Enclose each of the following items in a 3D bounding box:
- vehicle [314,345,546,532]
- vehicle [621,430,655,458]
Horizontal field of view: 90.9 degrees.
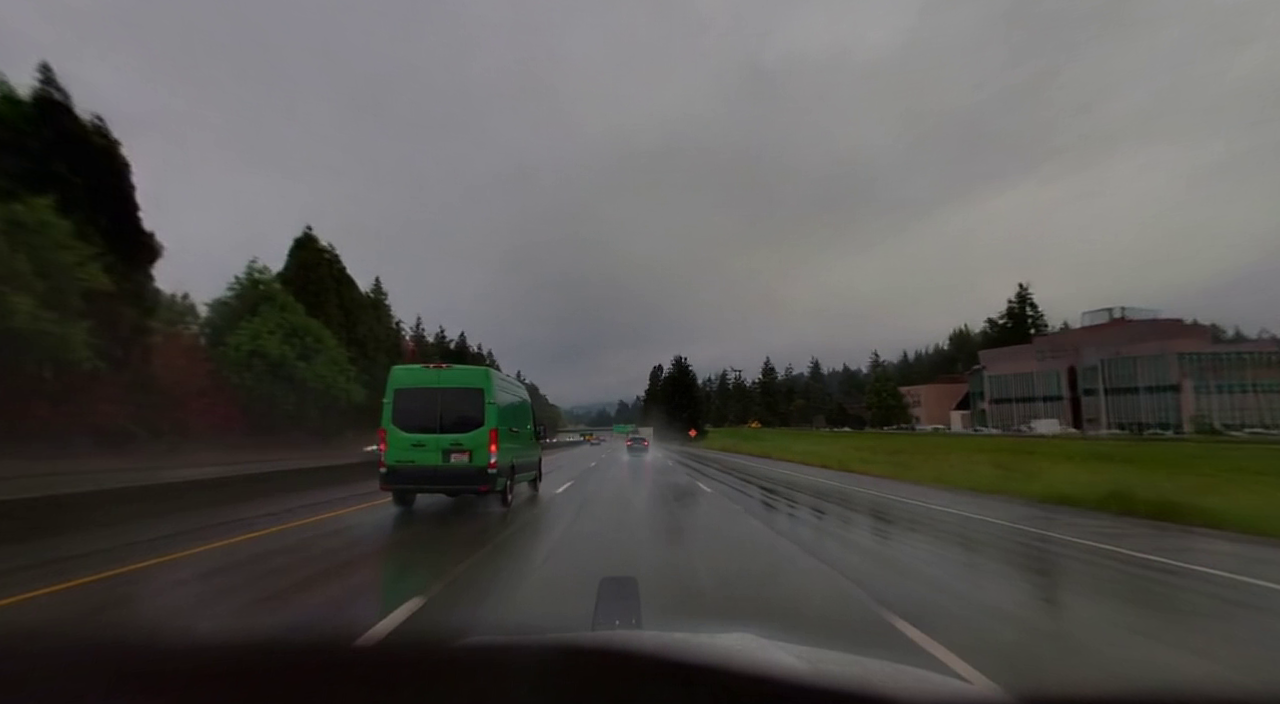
[{"bbox_3d":[-3.345,1.578,11.726,2.424,2.577,5.828,0,-8,-2],"label":"vehicle"},{"bbox_3d":[-0.177,5.911,40.668,2.104,1.646,4.176,0,-8,-1],"label":"vehicle"}]
